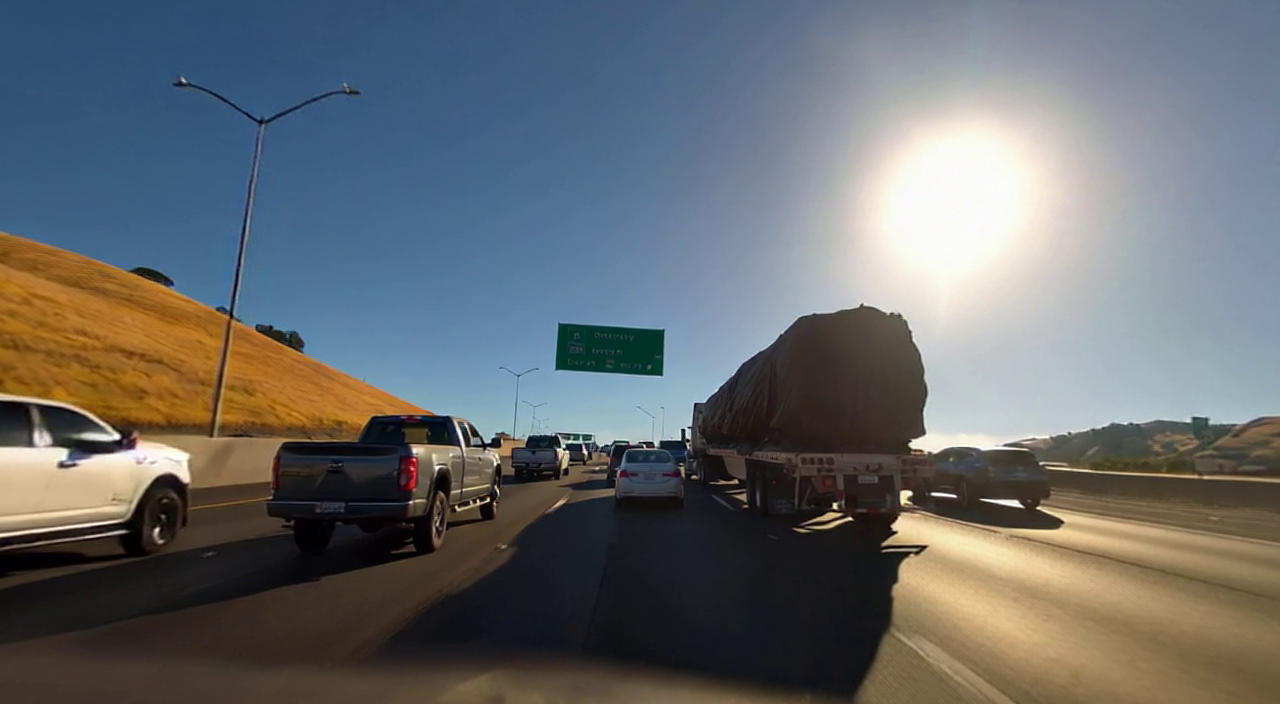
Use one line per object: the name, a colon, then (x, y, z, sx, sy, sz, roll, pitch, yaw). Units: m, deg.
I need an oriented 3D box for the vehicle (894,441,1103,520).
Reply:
vehicle: (7.744, 2.775, 14.225, 2.092, 1.495, 4.194, 0, -8, -3)

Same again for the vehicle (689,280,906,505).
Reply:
vehicle: (3.256, 1.490, 16.912, 2.759, 4.098, 10.906, 0, -8, -1)

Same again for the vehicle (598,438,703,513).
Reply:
vehicle: (0.153, 2.776, 14.702, 2.105, 1.471, 3.978, 0, -8, -2)

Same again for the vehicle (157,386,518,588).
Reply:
vehicle: (-3.379, 1.660, 8.712, 2.318, 1.902, 5.374, 0, -8, 0)

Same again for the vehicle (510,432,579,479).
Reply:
vehicle: (-3.957, 4.406, 27.104, 2.348, 1.821, 5.061, 0, -8, -2)

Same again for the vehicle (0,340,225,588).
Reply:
vehicle: (-7.580, 0.985, 5.453, 3.150, 2.303, 7.133, 0, -8, 0)
